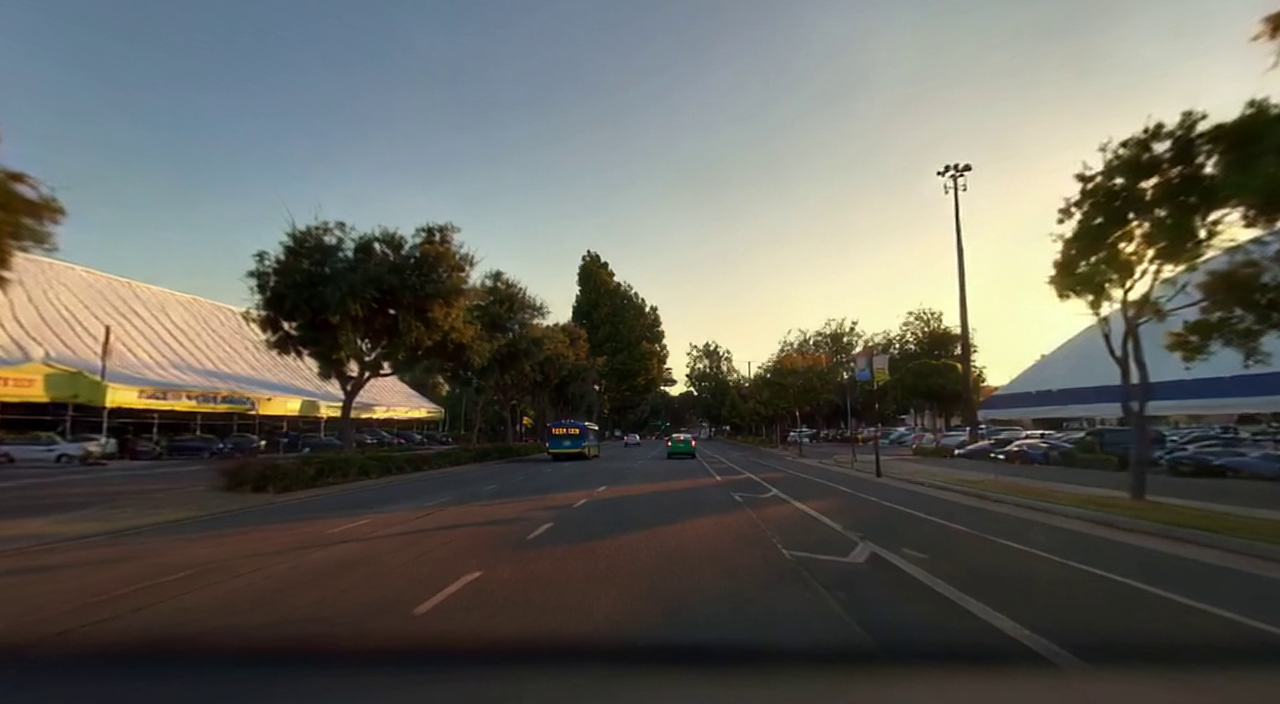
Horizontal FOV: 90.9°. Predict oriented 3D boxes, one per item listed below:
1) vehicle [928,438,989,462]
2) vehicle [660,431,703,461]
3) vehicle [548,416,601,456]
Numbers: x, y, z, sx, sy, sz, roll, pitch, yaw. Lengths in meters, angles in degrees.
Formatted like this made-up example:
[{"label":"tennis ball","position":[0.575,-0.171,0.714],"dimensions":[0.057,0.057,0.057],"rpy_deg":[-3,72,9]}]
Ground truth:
[{"label":"vehicle","position":[20.841,6.458,41.468],"dimensions":[1.849,1.466,4.831],"rpy_deg":[-1,-9,5]},{"label":"vehicle","position":[2.198,5.066,33.859],"dimensions":[2.123,1.498,4.226],"rpy_deg":[-1,-9,3]},{"label":"vehicle","position":[-4.443,5.955,44.210],"dimensions":[2.485,2.556,6.363],"rpy_deg":[-1,-9,5]}]
